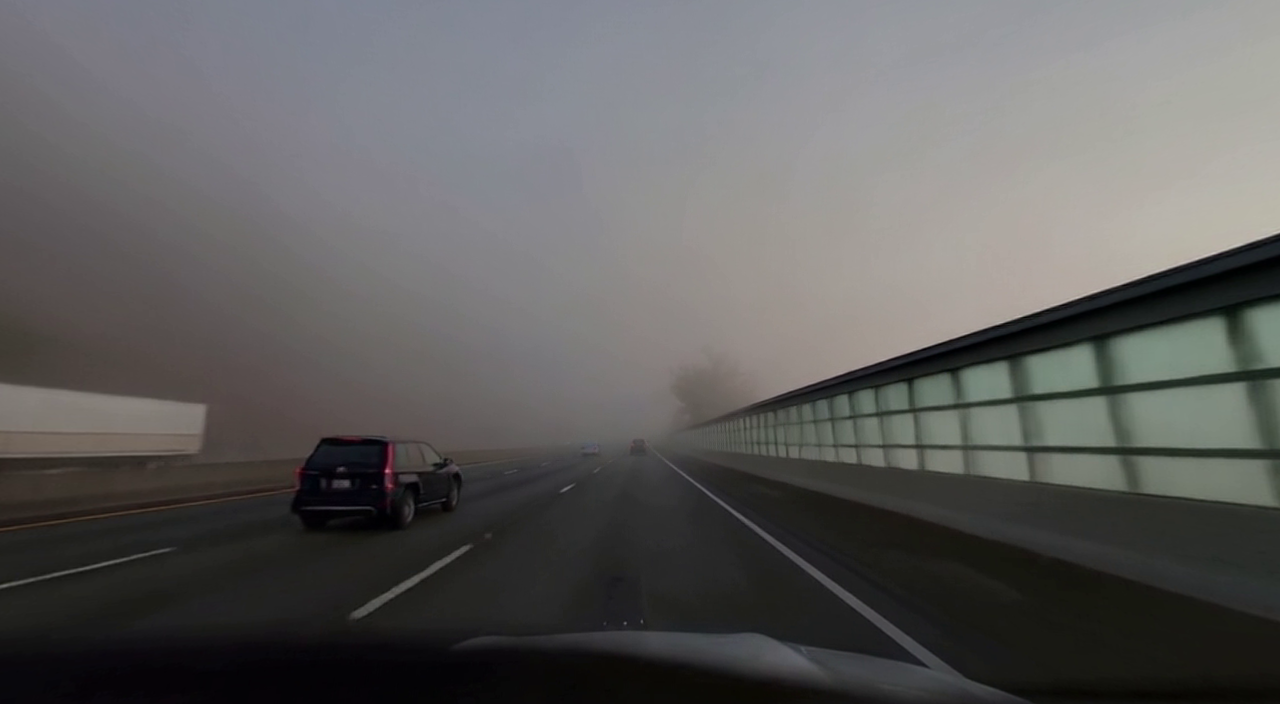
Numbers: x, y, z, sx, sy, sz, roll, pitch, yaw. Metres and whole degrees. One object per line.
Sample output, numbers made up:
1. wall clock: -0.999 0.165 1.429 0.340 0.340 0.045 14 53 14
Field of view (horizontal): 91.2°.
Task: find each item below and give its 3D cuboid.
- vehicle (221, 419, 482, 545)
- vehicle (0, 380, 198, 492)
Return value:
1. vehicle: -4.113 1.926 9.959 2.059 1.541 4.296 0 -8 0
2. vehicle: -24.669 3.499 25.768 2.898 4.038 13.949 0 -8 0
